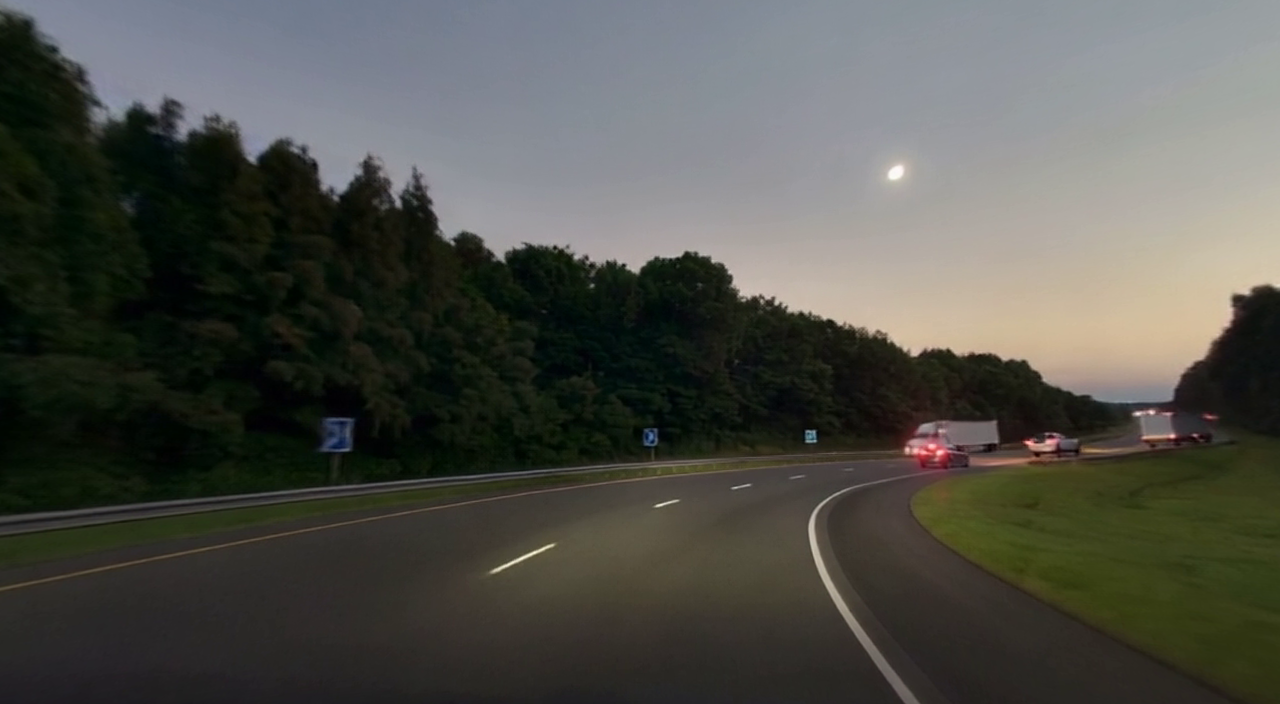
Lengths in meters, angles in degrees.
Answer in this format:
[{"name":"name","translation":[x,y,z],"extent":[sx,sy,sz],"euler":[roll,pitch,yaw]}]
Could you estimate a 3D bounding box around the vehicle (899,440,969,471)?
[{"name":"vehicle","translation":[16.951,5.946,36.226],"extent":[2.221,1.674,4.325],"euler":[-9,-13,43]}]
